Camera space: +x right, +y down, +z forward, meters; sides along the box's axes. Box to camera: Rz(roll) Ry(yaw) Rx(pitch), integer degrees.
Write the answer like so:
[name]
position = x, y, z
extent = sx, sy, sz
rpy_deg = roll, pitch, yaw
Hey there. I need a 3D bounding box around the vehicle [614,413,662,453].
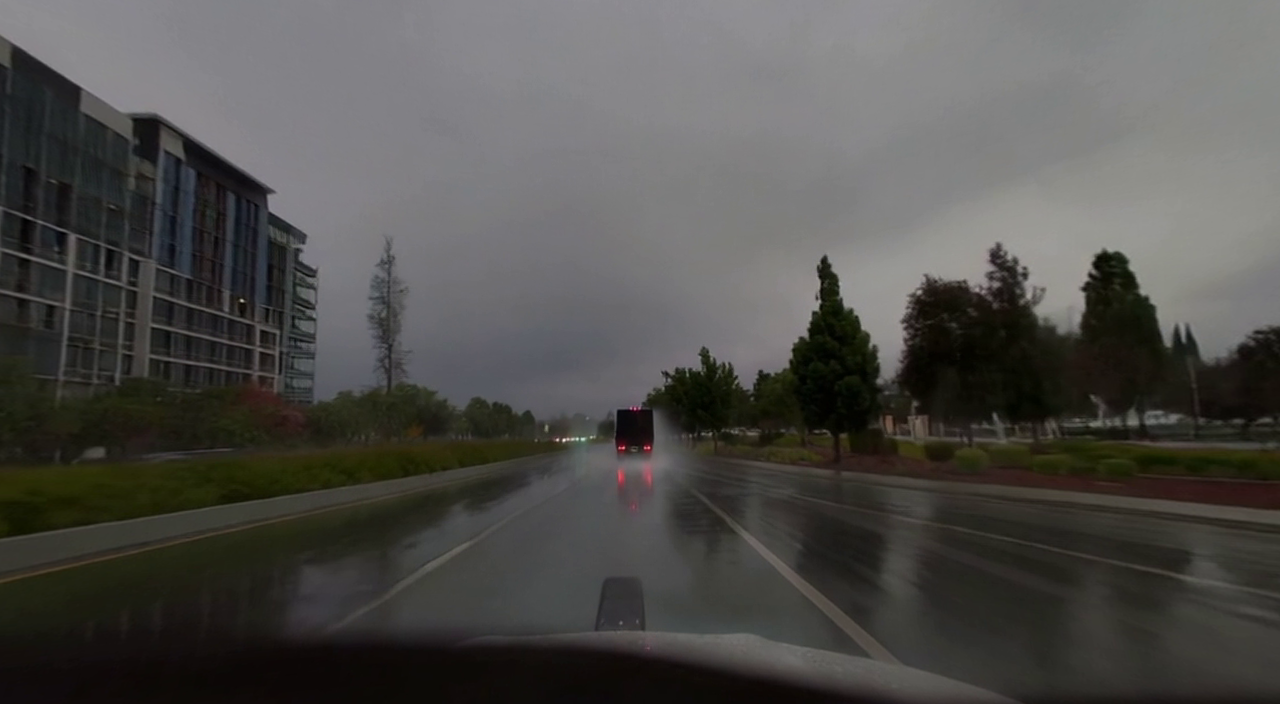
[vehicle]
position = -0.196, 4.102, 31.456
extent = 2.178, 1.829, 4.932
rpy_deg = 1, -9, -3
